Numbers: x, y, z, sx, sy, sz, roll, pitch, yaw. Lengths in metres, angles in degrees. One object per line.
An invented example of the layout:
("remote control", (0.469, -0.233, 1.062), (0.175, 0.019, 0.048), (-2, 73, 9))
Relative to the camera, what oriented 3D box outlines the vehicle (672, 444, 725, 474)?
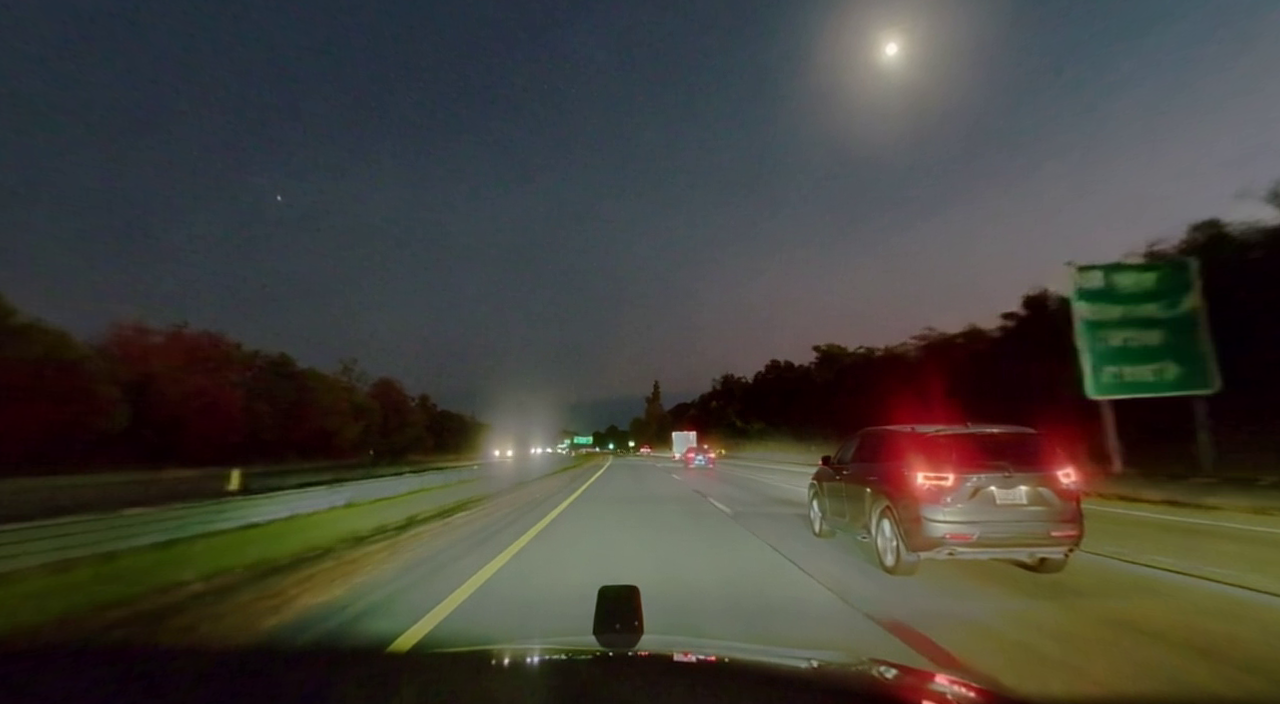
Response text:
("vehicle", (3.083, 5.747, 33.938), (2.244, 1.498, 4.338), (0, -9, -3))
